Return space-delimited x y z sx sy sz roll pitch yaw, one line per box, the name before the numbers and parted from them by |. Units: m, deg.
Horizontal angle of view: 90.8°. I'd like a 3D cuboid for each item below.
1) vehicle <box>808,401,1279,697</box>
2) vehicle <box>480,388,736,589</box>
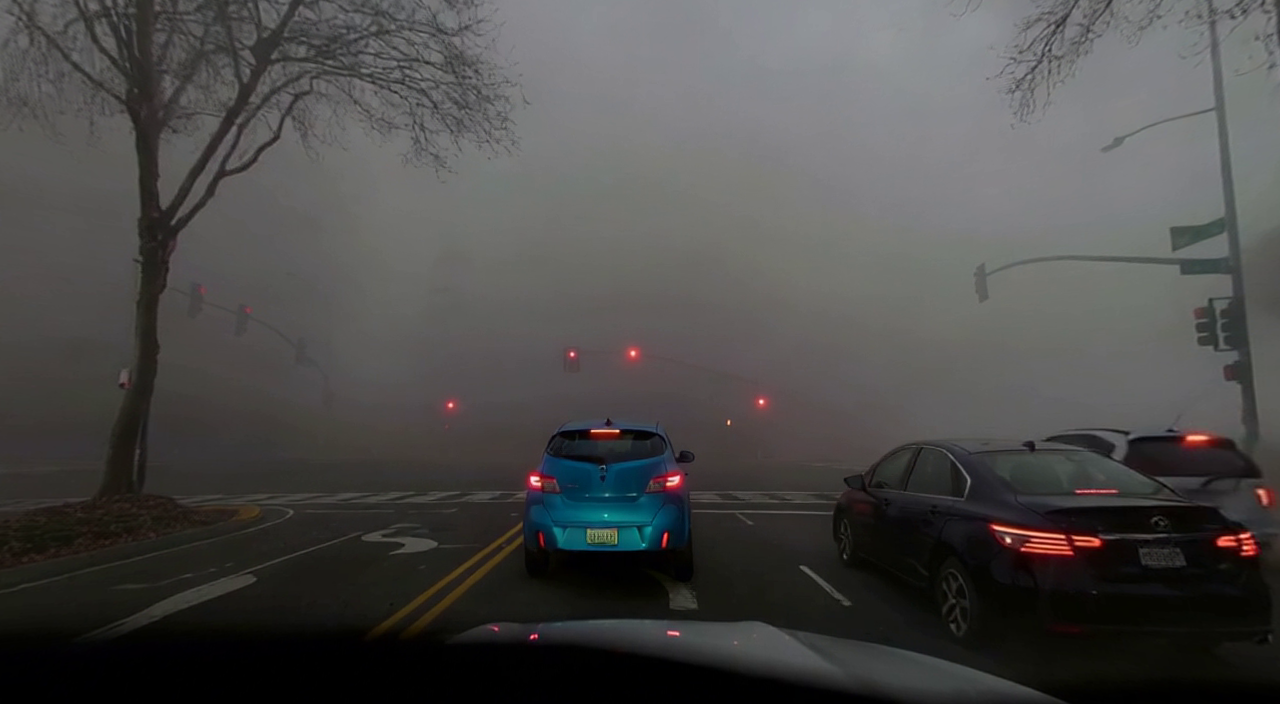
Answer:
vehicle | 3.166 1.399 5.757 1.932 1.562 4.629 0 -9 -1
vehicle | -0.344 1.522 7.778 2.247 1.760 4.231 0 -9 -2
